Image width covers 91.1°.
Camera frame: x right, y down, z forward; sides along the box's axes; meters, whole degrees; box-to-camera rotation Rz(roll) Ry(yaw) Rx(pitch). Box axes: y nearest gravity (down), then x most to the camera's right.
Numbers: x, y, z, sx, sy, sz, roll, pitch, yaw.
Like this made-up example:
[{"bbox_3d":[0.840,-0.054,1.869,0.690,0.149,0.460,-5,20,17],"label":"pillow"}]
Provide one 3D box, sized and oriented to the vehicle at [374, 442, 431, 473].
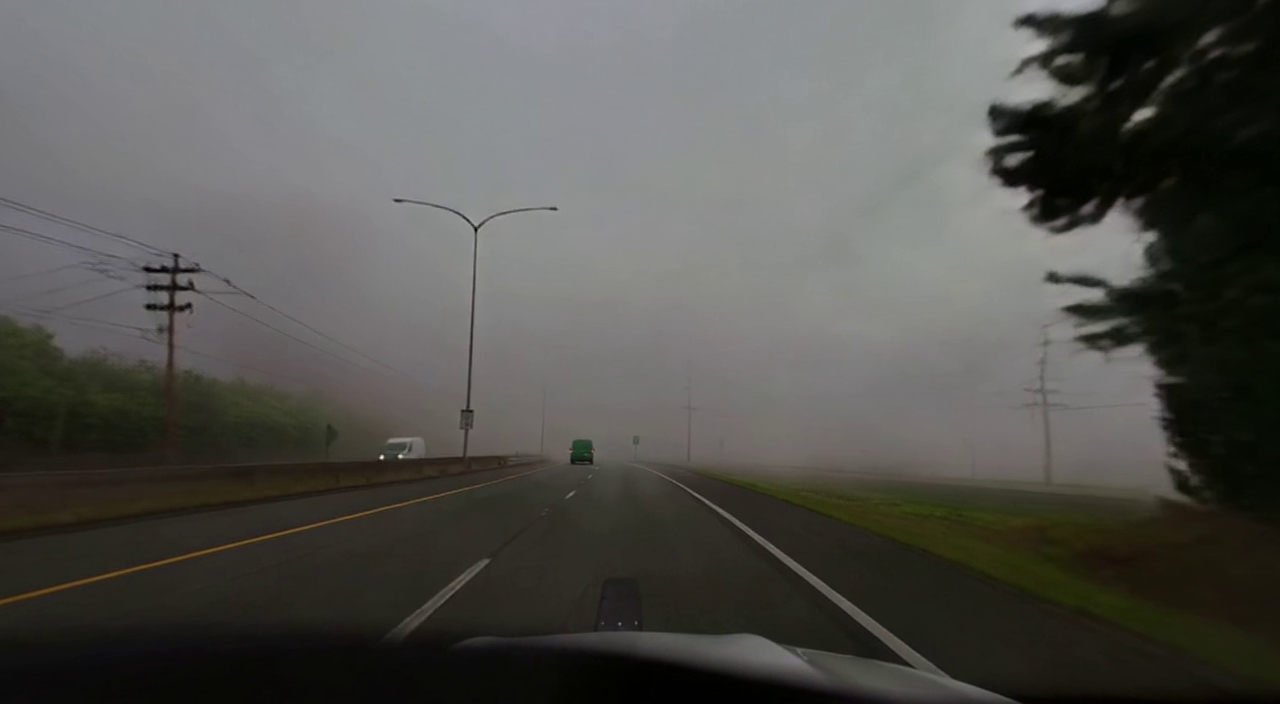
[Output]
[{"bbox_3d":[-14.985,6.652,39.878,2.084,1.806,4.332,0,-9,-3],"label":"vehicle"}]
